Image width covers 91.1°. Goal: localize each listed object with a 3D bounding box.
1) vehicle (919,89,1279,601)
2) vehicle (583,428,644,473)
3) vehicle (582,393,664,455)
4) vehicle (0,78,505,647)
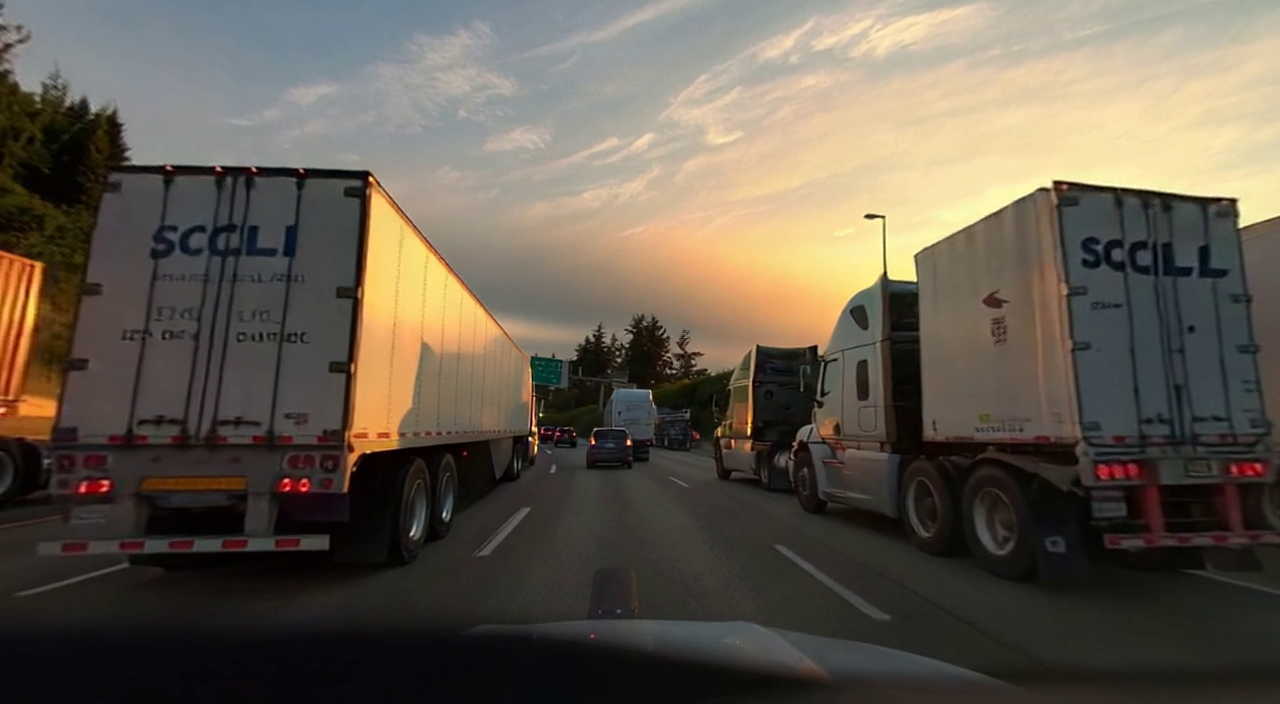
[{"bbox_3d":[7.807,-0.435,2.448,2.820,4.084,13.786,3,-8,-24],"label":"vehicle"},{"bbox_3d":[-1.106,3.736,24.112,2.060,1.540,4.374,1,-8,-6],"label":"vehicle"},{"bbox_3d":[-1.732,5.707,48.821,2.899,4.112,13.912,2,-8,-16],"label":"vehicle"},{"bbox_3d":[-3.965,0.545,8.540,2.822,3.788,8.799,0,-8,-4],"label":"vehicle"}]
